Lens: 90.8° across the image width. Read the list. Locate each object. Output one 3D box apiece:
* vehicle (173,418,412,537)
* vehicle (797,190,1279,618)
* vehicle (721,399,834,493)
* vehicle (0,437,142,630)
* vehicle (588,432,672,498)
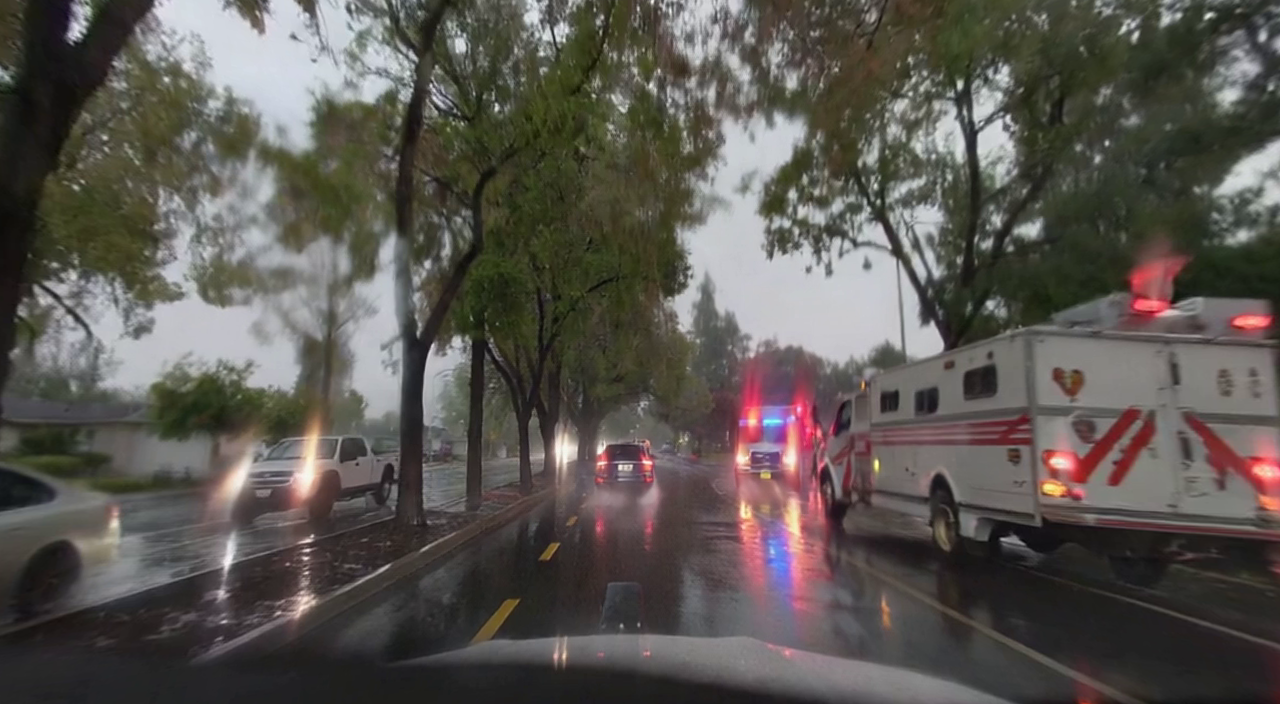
[{"bbox_3d":[-6.434,2.365,12.597,2.165,1.876,4.903,0,-8,-3],"label":"vehicle"},{"bbox_3d":[5.160,1.121,9.448,2.885,3.246,9.408,0,-10,-2],"label":"vehicle"},{"bbox_3d":[5.126,3.403,22.794,2.654,2.824,5.794,-7,-10,23],"label":"vehicle"},{"bbox_3d":[-5.861,1.240,3.837,1.969,1.457,4.532,0,-8,0],"label":"vehicle"},{"bbox_3d":[-0.206,3.115,17.780,2.106,1.655,3.717,0,-8,1],"label":"vehicle"}]
